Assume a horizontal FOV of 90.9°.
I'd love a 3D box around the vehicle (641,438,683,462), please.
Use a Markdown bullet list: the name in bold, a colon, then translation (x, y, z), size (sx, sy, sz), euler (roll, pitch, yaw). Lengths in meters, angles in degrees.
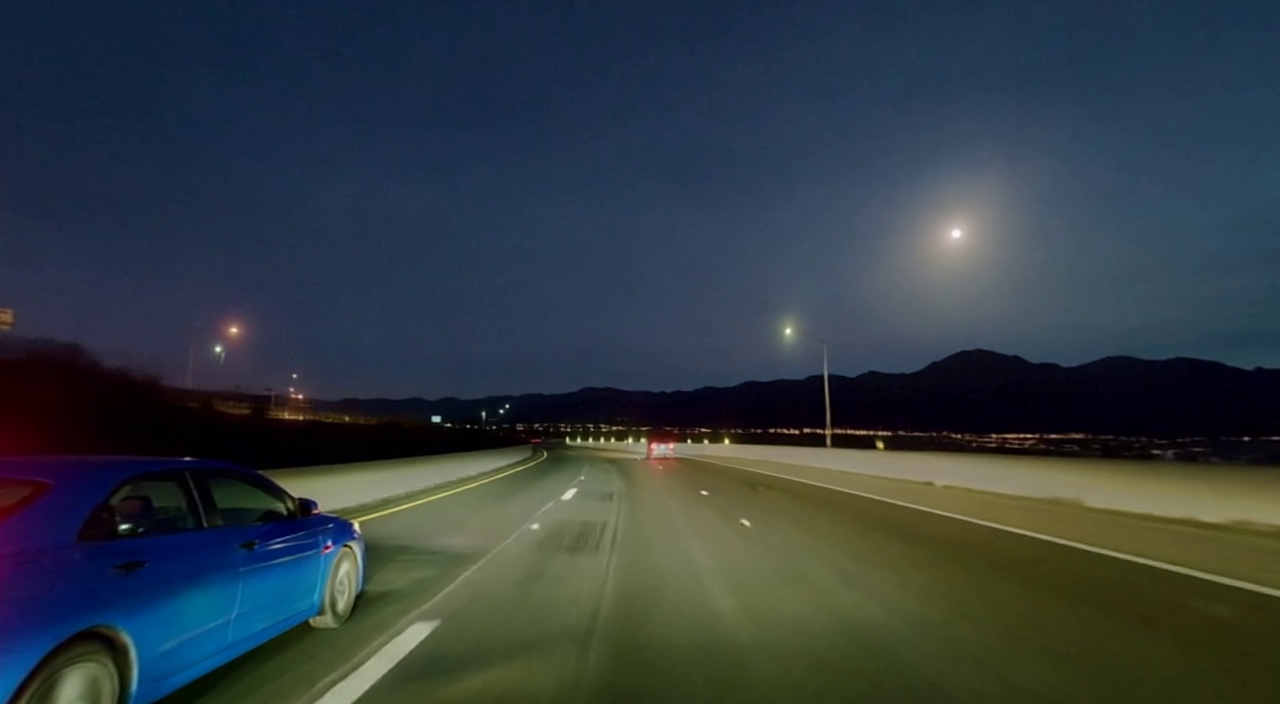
- **vehicle**: translation (1.317, 6.298, 40.502), size (1.985, 1.440, 4.466), euler (1, -9, -7)
